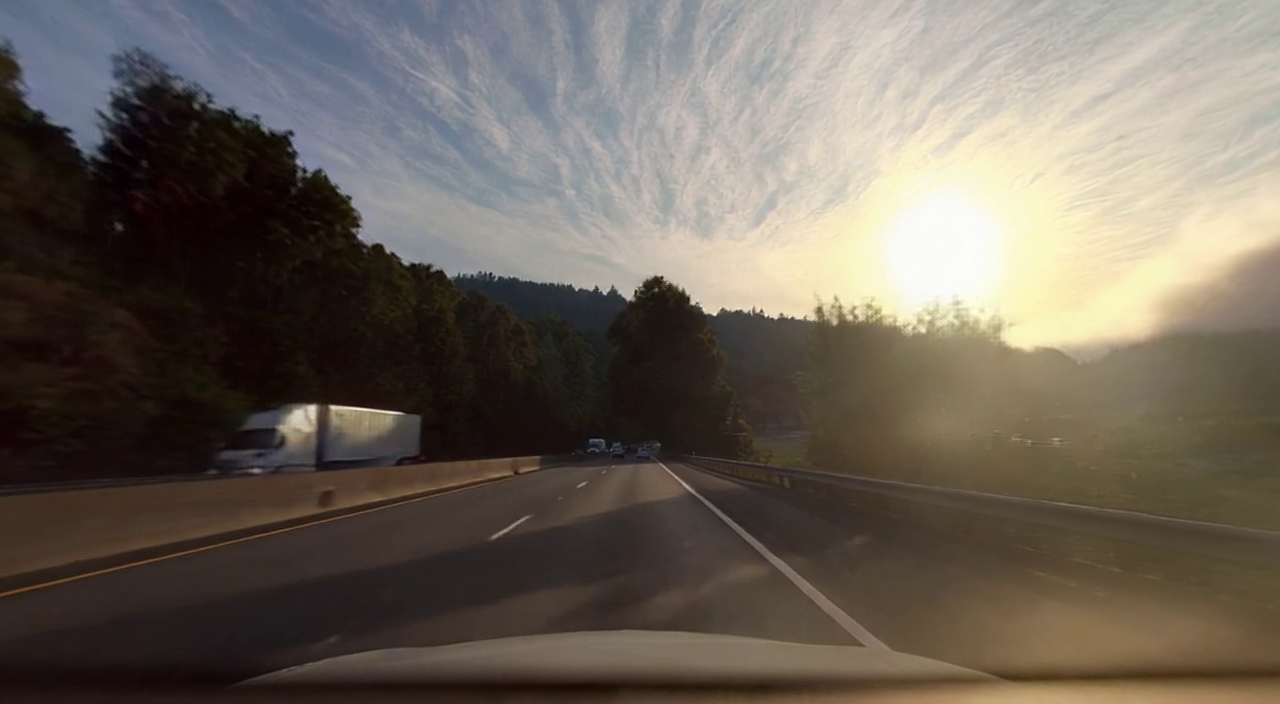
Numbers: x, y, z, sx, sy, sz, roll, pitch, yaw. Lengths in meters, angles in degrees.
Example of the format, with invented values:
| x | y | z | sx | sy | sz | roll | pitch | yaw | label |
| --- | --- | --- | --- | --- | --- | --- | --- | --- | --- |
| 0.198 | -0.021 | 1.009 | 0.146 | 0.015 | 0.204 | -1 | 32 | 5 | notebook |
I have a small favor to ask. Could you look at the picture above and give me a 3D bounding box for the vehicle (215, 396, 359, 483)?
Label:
| x | y | z | sx | sy | sz | roll | pitch | yaw | label |
| --- | --- | --- | --- | --- | --- | --- | --- | --- | --- |
| -16.377 | 4.194 | 29.856 | 3.278 | 3.709 | 5.811 | 0 | -9 | 0 | vehicle |
